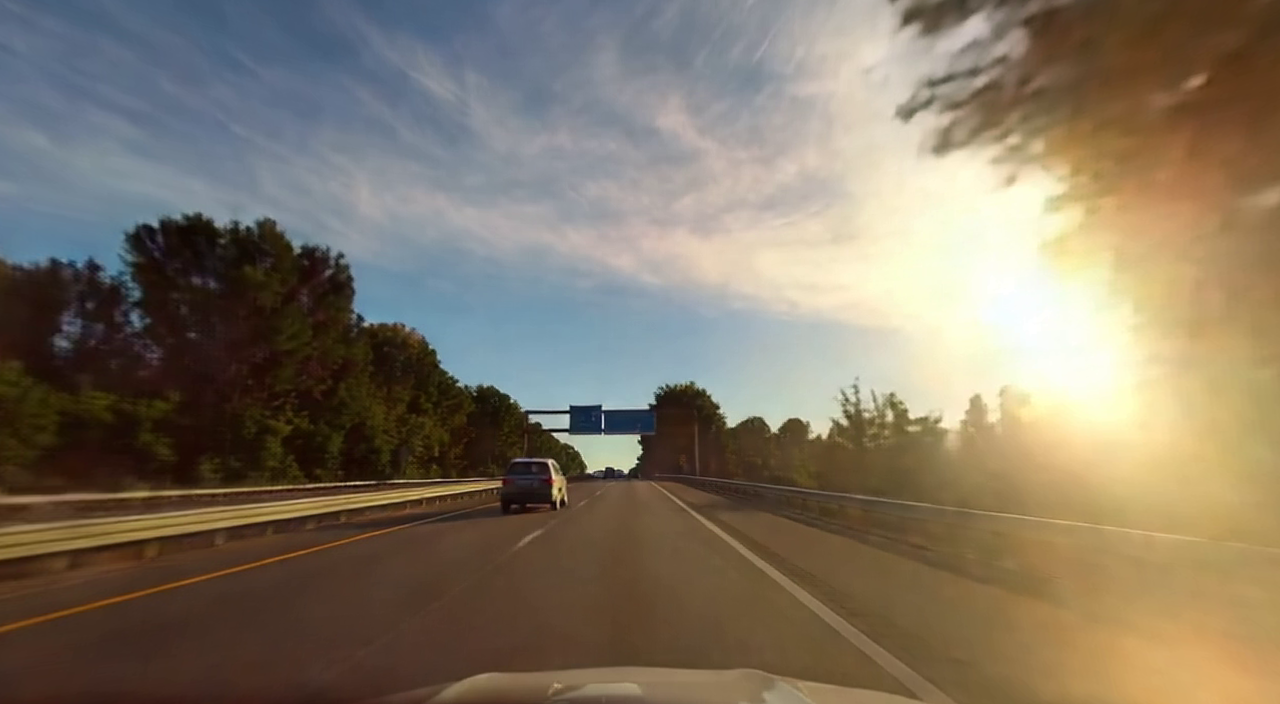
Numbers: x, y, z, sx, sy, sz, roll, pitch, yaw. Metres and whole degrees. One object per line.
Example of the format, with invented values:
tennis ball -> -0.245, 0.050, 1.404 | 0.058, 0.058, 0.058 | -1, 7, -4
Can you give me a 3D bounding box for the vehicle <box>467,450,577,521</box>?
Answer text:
vehicle -> -3.110, 3.699, 17.728 | 2.107, 1.668, 4.554 | 1, -11, 1
